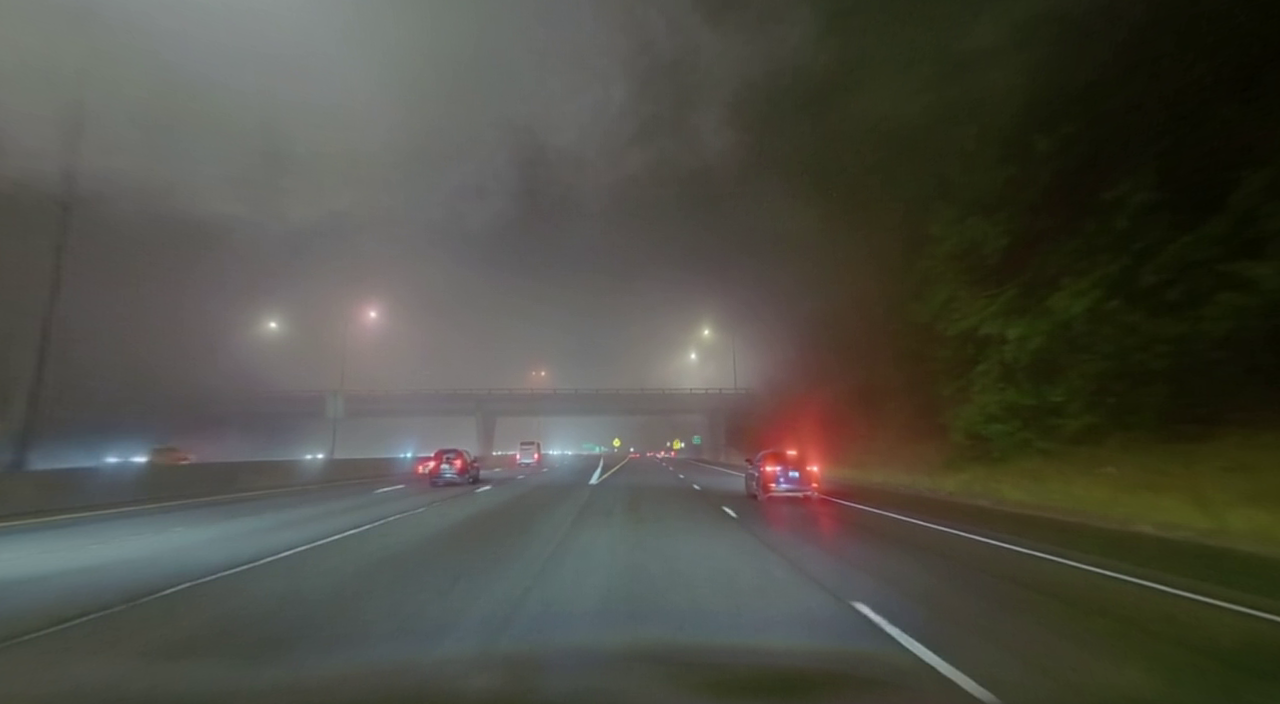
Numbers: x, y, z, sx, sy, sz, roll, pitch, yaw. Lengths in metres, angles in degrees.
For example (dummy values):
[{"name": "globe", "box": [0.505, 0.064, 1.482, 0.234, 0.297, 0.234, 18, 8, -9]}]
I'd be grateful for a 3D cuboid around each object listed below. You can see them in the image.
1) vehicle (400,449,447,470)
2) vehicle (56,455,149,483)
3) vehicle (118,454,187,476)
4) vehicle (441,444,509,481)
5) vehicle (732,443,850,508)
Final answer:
[{"name": "vehicle", "box": [-15.963, 7.934, 46.657, 1.919, 1.497, 4.765, 0, -9, -2]}, {"name": "vehicle", "box": [-31.523, 6.845, 37.128, 1.796, 1.492, 4.319, 1, -9, -3]}, {"name": "vehicle", "box": [-36.373, 8.443, 47.141, 1.770, 1.500, 4.347, 0, -9, -2]}, {"name": "vehicle", "box": [-7.619, 5.144, 29.582, 2.072, 1.545, 4.687, 0, -9, -2]}, {"name": "vehicle", "box": [3.905, 3.272, 17.183, 2.079, 1.535, 4.316, 0, -9, -1]}]
